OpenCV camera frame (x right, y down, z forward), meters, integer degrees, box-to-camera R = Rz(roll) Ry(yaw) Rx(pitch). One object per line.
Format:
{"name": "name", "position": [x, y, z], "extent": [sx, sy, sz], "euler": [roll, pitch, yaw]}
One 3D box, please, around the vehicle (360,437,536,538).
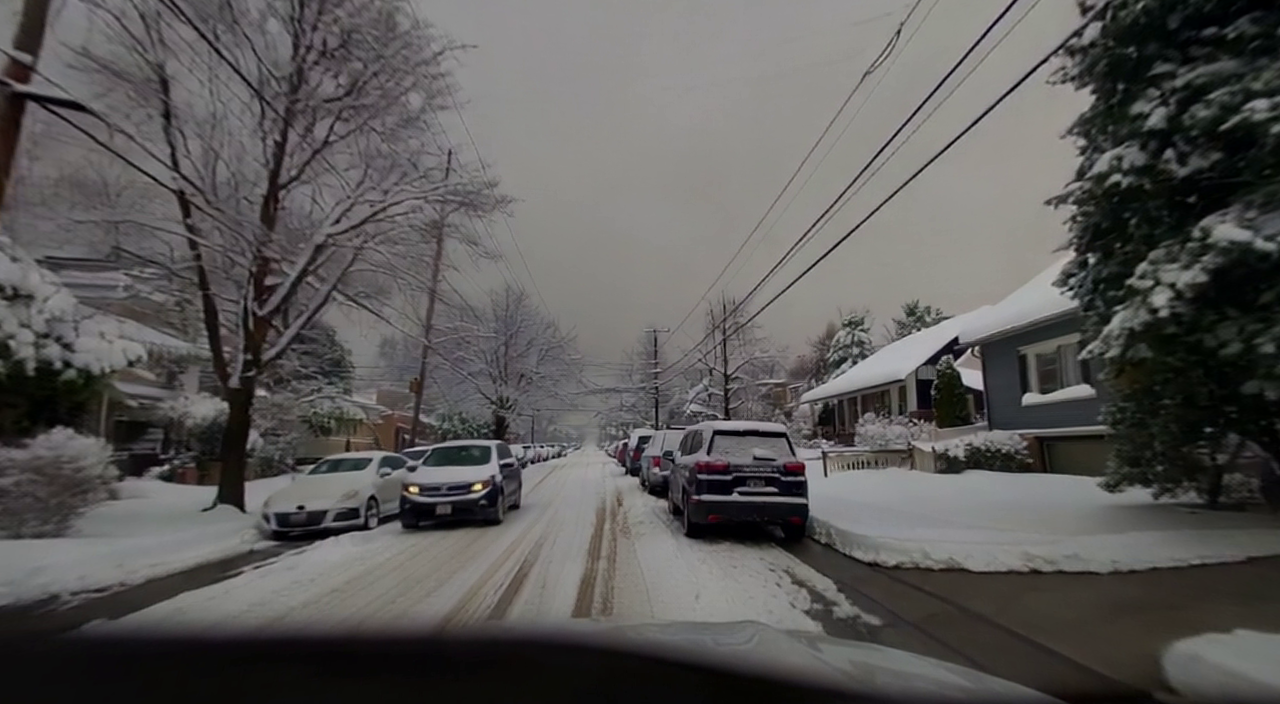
{"name": "vehicle", "position": [-3.345, 2.440, 12.195], "extent": [2.060, 1.525, 4.876], "euler": [0, -8, -2]}

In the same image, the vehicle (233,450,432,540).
{"name": "vehicle", "position": [-5.852, 2.716, 12.713], "extent": [1.932, 1.431, 4.198], "euler": [0, -8, -1]}

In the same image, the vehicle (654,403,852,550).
{"name": "vehicle", "position": [1.489, 1.898, 10.351], "extent": [2.032, 1.839, 4.597], "euler": [0, -8, -5]}
